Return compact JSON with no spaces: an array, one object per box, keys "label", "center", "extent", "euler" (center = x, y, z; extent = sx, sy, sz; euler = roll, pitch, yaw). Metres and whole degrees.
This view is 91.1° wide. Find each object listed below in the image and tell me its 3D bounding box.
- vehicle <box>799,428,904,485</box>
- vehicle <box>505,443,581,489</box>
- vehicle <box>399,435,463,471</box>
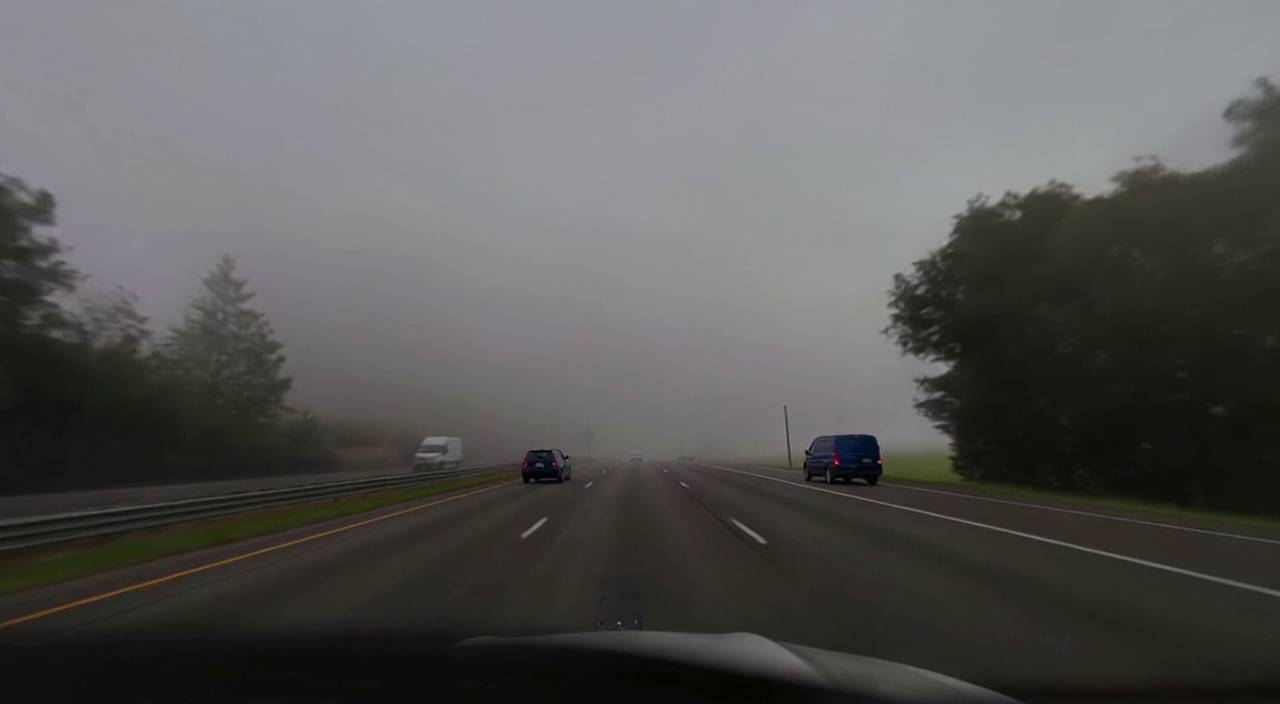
[{"label":"vehicle","center":[7.845,3.948,23.955],"extent":[2.133,1.933,4.986],"euler":[0,-9,-1]},{"label":"vehicle","center":[-3.560,4.265,23.885],"extent":[2.160,1.530,4.500],"euler":[0,-9,0]},{"label":"vehicle","center":[-14.900,7.264,45.282],"extent":[2.523,2.377,6.182],"euler":[0,-9,0]}]
